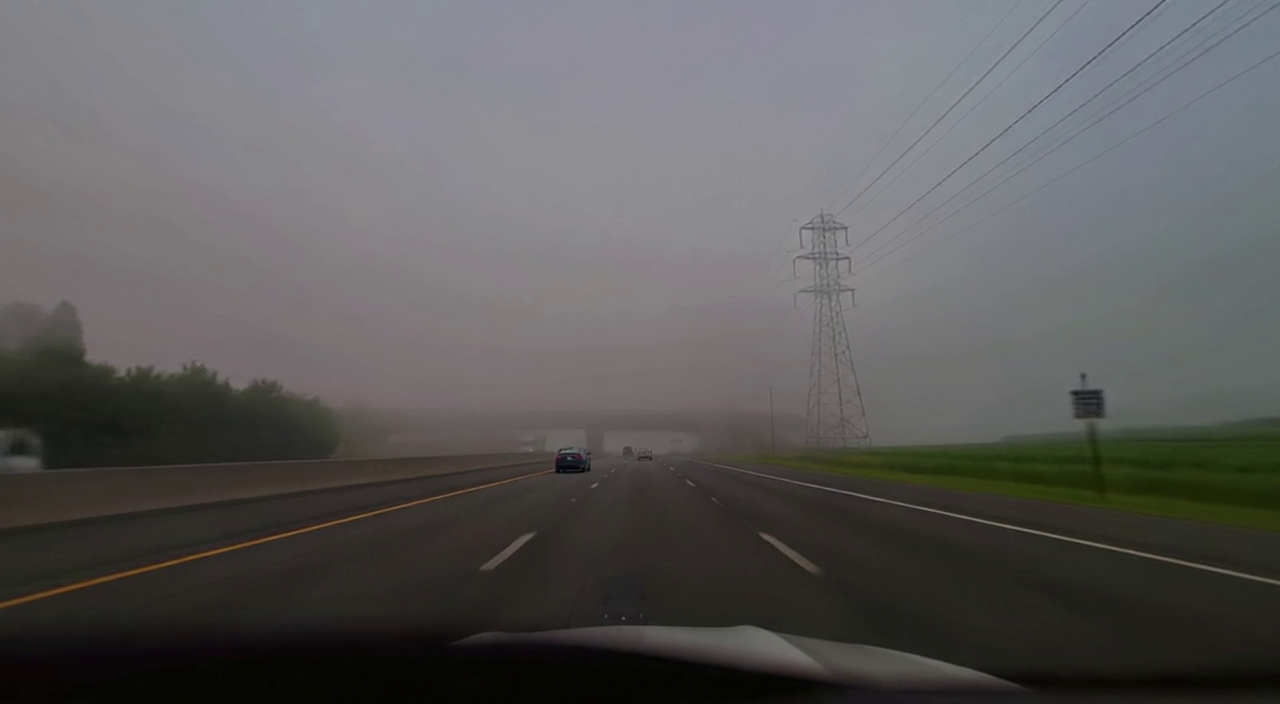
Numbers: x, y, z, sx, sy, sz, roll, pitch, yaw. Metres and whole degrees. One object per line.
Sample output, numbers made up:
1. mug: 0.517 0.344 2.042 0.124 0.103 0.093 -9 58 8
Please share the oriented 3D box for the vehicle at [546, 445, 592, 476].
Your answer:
1. vehicle: -3.754 5.797 33.934 1.924 1.550 4.165 0 -9 0
